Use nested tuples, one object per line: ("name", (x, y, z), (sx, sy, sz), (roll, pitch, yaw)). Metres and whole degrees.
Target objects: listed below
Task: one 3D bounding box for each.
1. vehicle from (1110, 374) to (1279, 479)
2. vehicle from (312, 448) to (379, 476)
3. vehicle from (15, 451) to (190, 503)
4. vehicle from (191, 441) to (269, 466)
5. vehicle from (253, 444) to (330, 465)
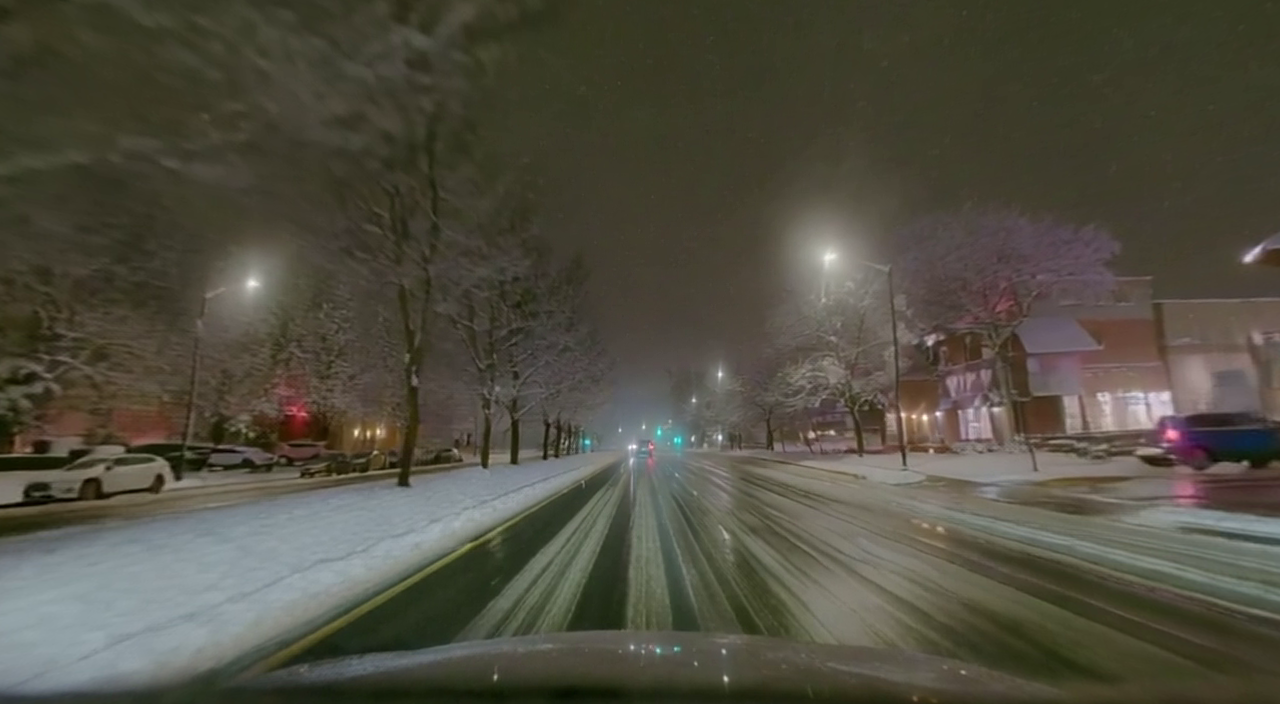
("vehicle", (21.813, 2.882, 23.650), (3.006, 3.375, 6.598), (0, -9, -2))
("vehicle", (-18.690, 6.998, 40.269), (1.964, 1.618, 4.622), (0, -8, 1))
("vehicle", (-19.045, 4.409, 22.730), (1.814, 1.577, 5.024), (0, -9, 1))
("vehicle", (-27.309, 6.764, 42.096), (3.882, 1.599, 1.725), (1, -9, -4))
("vehicle", (-26.283, 7.773, 47.673), (4.613, 1.504, 1.876), (1, -9, -7))
